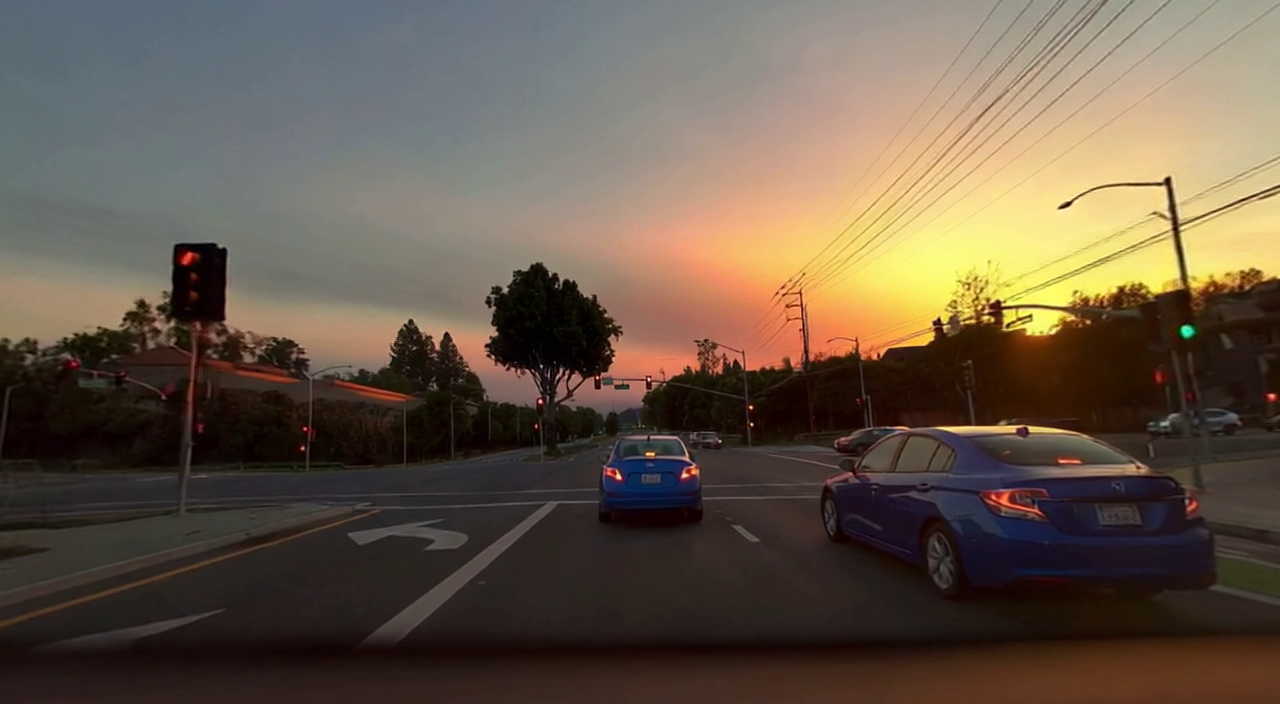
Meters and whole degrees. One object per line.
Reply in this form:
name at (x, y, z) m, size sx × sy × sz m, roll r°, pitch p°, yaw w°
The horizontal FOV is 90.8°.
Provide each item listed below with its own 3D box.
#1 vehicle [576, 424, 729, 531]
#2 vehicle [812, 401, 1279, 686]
vehicle at (0.168, 2.024, 10.718) m, size 2.110 × 1.466 × 3.860 m, roll 0°, pitch -8°, yaw 0°
vehicle at (3.088, 1.298, 5.446) m, size 2.004 × 1.448 × 4.263 m, roll 0°, pitch -8°, yaw 0°
